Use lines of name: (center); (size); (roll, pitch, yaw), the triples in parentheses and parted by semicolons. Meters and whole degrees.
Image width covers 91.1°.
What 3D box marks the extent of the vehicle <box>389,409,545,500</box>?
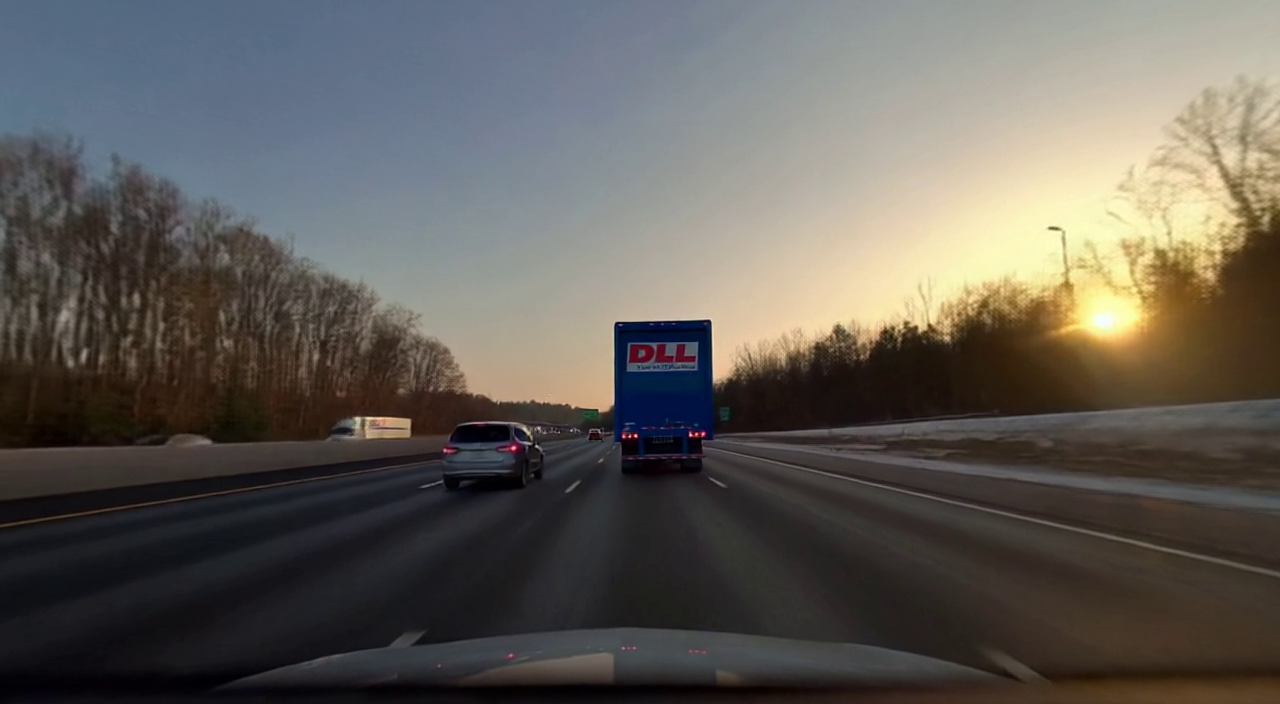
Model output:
vehicle: (-3.827, 2.382, 15.123); (2.394, 1.787, 5.186); (0, -8, -1)

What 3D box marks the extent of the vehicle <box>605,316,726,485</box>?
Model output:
vehicle: (0.464, 1.775, 20.230); (3.011, 4.211, 8.926); (0, -8, -2)
